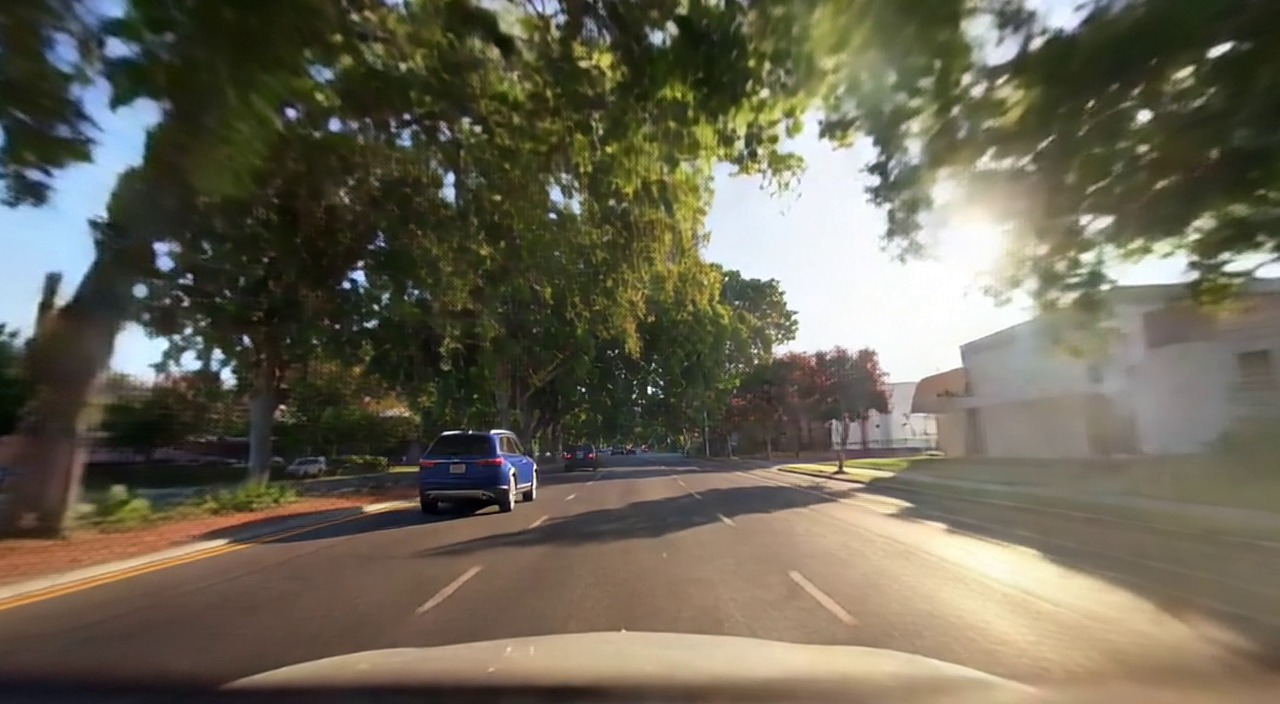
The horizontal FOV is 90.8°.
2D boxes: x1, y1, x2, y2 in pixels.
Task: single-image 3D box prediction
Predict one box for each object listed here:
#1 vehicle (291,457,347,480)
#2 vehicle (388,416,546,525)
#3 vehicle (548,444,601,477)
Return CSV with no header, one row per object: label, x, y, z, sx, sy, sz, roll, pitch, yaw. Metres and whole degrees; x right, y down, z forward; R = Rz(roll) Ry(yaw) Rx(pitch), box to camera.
vehicle,-22.917,8.305,45.272,1.906,1.494,3.966,0,-9,0
vehicle,-3.267,2.345,12.986,2.042,1.817,4.364,0,-9,-1
vehicle,-3.045,5.179,30.466,2.069,1.470,4.601,0,-9,0
